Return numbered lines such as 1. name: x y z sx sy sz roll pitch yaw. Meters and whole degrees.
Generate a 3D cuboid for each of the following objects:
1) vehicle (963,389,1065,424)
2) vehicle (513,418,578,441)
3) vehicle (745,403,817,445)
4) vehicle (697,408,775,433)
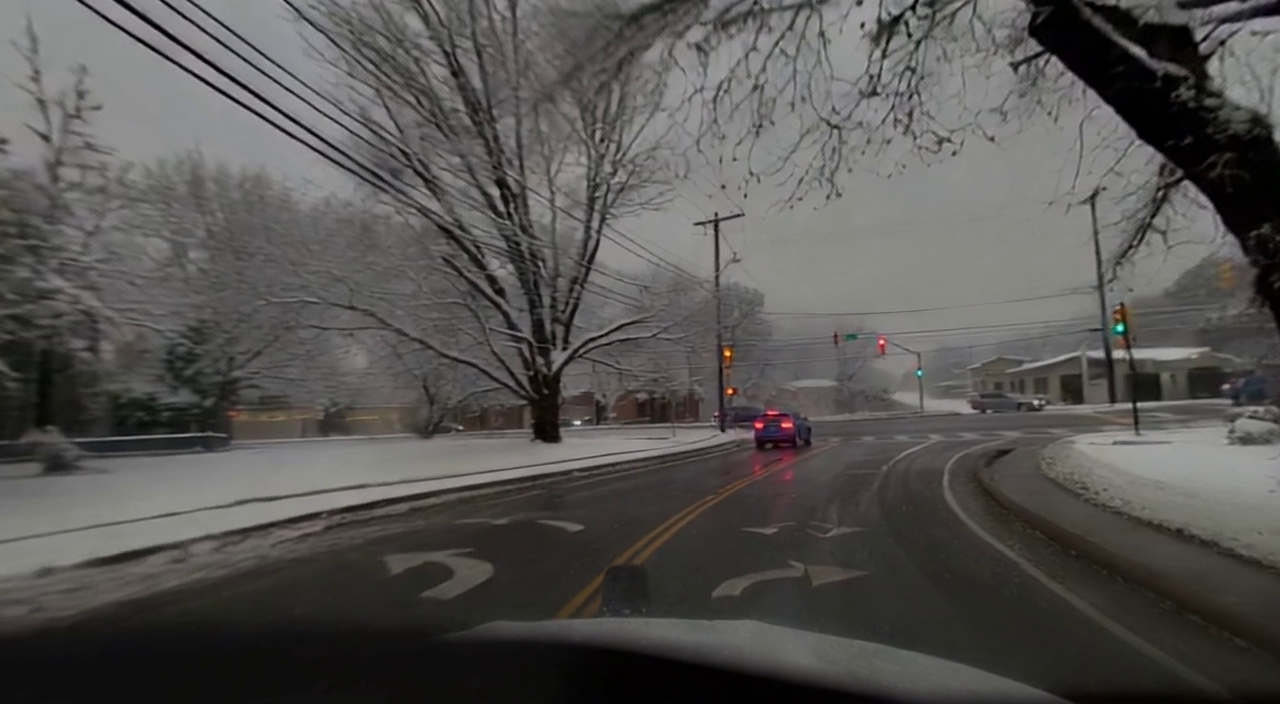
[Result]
1. vehicle: 20.647 3.033 35.045 4.636 1.668 1.935 -5 -6 28
2. vehicle: -7.315 5.998 48.792 4.610 1.476 2.021 -4 -2 26
3. vehicle: 6.421 3.322 28.318 1.928 1.726 4.704 -5 -10 28
4. vehicle: 6.454 4.595 42.327 4.757 1.442 1.858 -5 -5 27
